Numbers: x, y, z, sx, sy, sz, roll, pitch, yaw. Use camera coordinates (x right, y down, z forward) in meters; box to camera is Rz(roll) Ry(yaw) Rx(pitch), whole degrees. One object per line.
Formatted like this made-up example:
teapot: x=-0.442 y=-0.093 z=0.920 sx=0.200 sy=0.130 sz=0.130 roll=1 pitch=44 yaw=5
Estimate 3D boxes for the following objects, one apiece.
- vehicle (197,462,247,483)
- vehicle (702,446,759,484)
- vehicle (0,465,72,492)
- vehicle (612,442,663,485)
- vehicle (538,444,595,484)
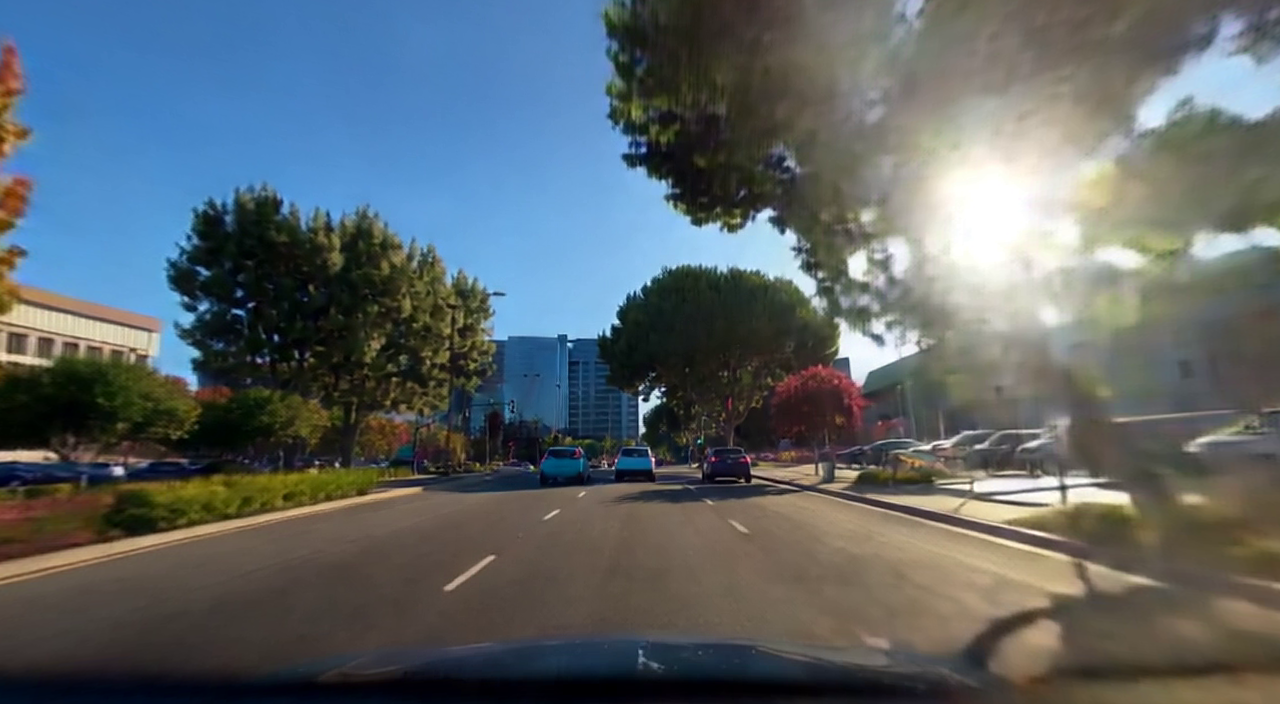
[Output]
vehicle: x=-32.257 y=9.292 z=48.783 sx=1.742 sy=1.411 sz=4.415 roll=2 pitch=-9 yaw=-13
vehicle: x=3.934 y=4.973 z=28.101 sx=1.847 sy=1.554 sz=4.052 roll=0 pitch=-8 yaw=-1
vehicle: x=-39.649 y=8.168 z=40.952 sx=1.750 sy=1.462 sz=4.400 roll=1 pitch=-8 yaw=-6
vehicle: x=-0.050 y=4.768 z=27.247 sx=2.022 sy=1.700 sz=4.084 roll=0 pitch=-8 yaw=2
vehicle: x=-3.380 y=5.252 z=29.968 sx=2.047 sy=1.710 sz=4.314 roll=0 pitch=-8 yaw=2
